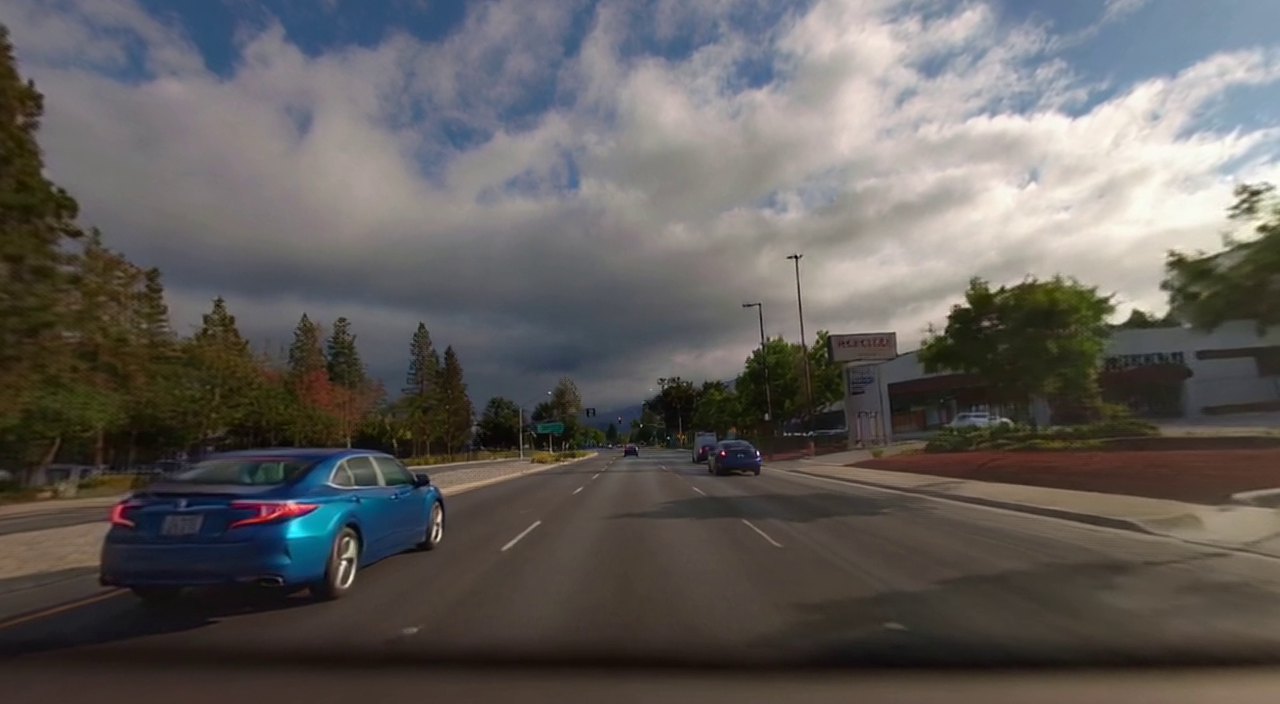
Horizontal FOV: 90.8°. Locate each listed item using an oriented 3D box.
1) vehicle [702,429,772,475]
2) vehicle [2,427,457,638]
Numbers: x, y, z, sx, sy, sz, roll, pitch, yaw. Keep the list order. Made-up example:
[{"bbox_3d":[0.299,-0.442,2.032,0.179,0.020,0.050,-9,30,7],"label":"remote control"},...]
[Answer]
[{"bbox_3d":[4.552,4.828,30.788,2.476,2.016,5.586,0,-8,0],"label":"vehicle"},{"bbox_3d":[-3.550,1.601,6.708,2.017,1.470,4.293,0,-8,-1],"label":"vehicle"}]
